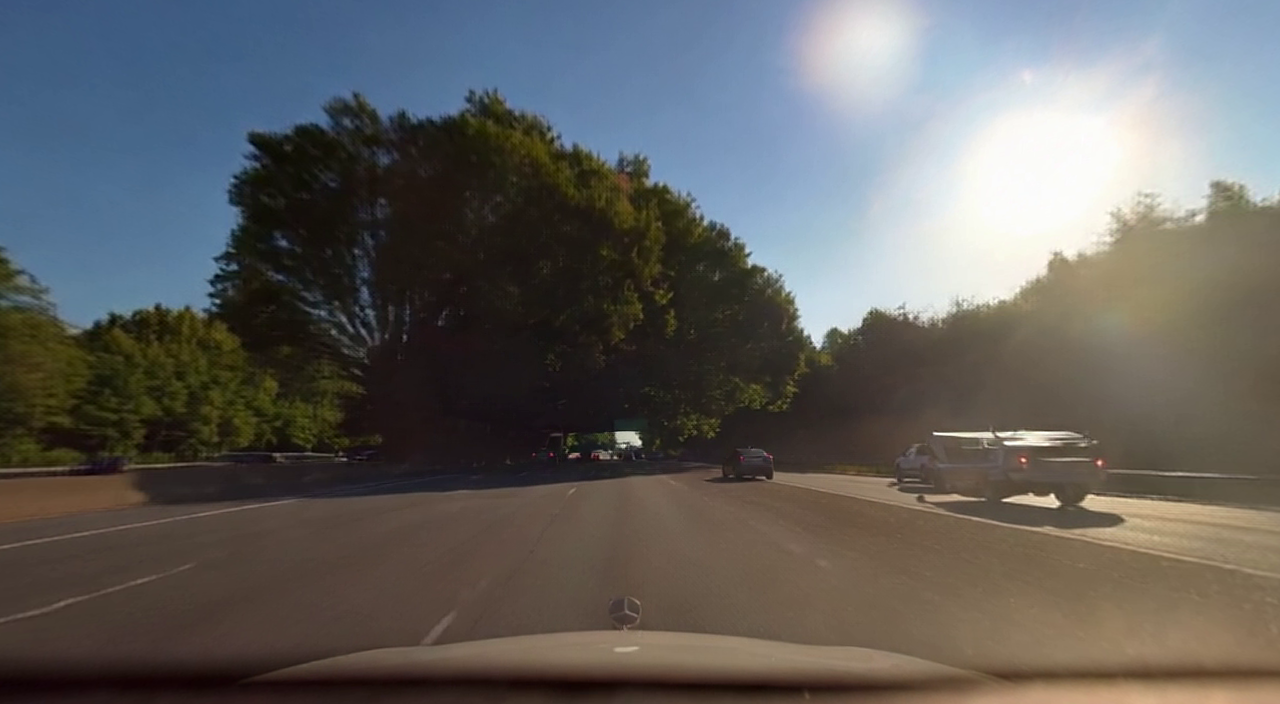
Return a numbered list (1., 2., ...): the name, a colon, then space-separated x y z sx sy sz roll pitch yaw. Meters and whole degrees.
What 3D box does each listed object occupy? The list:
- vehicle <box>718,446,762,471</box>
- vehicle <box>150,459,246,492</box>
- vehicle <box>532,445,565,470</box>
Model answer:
1. vehicle: 6.685 7.180 42.544 1.989 1.591 4.348 0 -9 -3
2. vehicle: -22.530 6.294 32.365 1.859 1.480 4.401 0 -9 -3
3. vehicle: -7.099 8.202 49.082 2.167 1.847 4.097 0 -9 -3
